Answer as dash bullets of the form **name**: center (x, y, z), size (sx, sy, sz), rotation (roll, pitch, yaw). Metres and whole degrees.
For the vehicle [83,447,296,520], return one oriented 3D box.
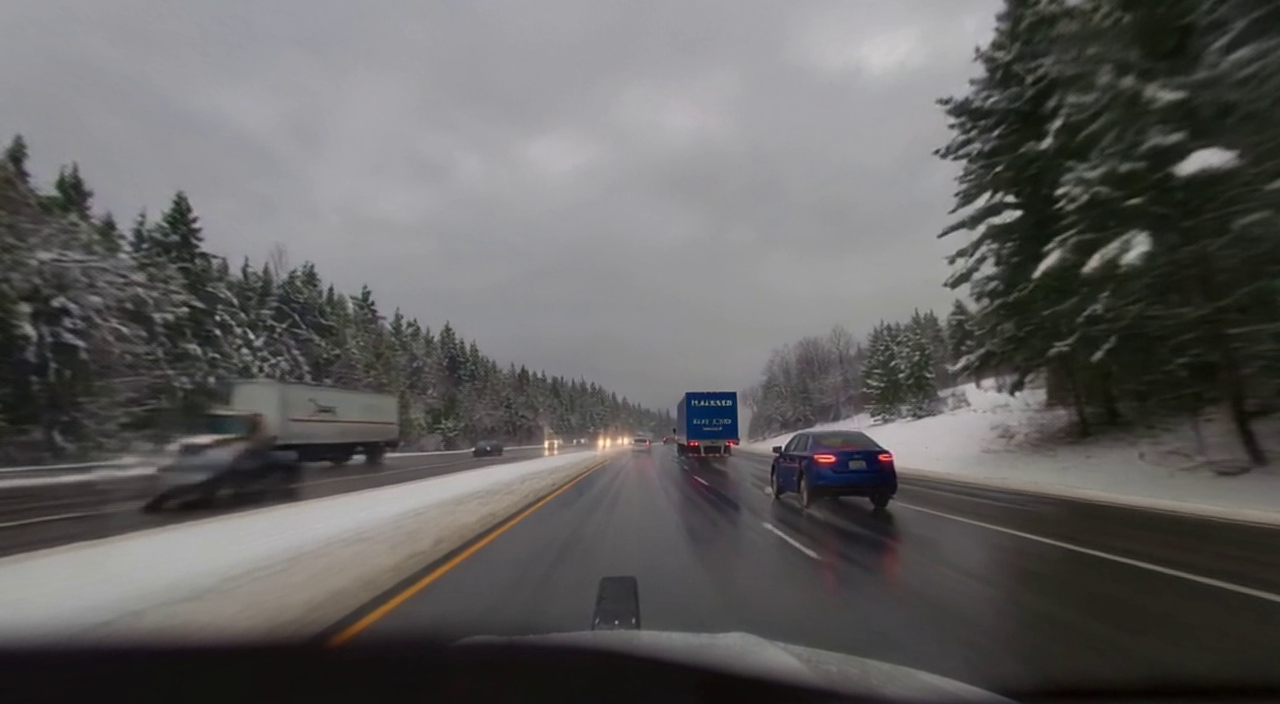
- **vehicle**: center (-10.686, 3.104, 15.468), size (2.010, 1.426, 4.364), rotation (0, -8, 0)

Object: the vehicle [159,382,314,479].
- **vehicle**: center (-18.132, 3.592, 28.876), size (2.988, 3.961, 5.816), rotation (0, -8, 1)

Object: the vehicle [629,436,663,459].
- **vehicle**: center (0.450, 6.551, 43.429), size (2.209, 1.499, 4.144), rotation (0, -8, 1)

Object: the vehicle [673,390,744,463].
- **vehicle**: center (4.182, 5.090, 42.123), size (3.171, 4.072, 13.784), rotation (0, -8, 0)

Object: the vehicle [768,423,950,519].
- **vehicle**: center (4.061, 2.261, 12.593), size (2.028, 1.573, 4.207), rotation (0, -8, -2)
